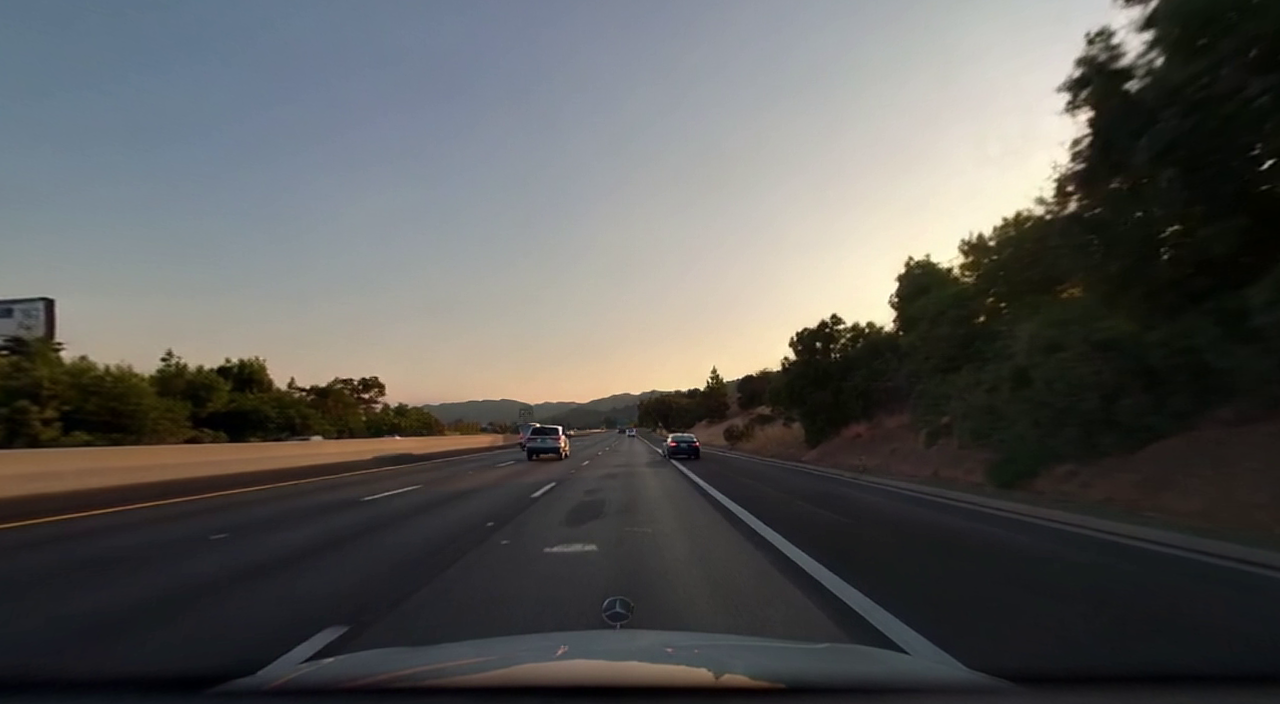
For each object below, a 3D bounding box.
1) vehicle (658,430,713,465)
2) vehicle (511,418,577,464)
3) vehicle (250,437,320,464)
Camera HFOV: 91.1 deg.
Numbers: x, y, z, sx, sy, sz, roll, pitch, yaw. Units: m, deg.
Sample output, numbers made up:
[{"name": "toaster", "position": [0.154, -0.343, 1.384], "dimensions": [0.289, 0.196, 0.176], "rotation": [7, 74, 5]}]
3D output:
[{"name": "vehicle", "position": [1.974, 4.288, 28.389], "dimensions": [1.948, 1.470, 3.913], "rotation": [0, -8, -3]}, {"name": "vehicle", "position": [-4.280, 4.066, 28.874], "dimensions": [2.251, 1.938, 4.708], "rotation": [0, -8, 0]}, {"name": "vehicle", "position": [-20.200, 5.614, 35.993], "dimensions": [1.760, 1.466, 3.848], "rotation": [0, -8, 0]}]
